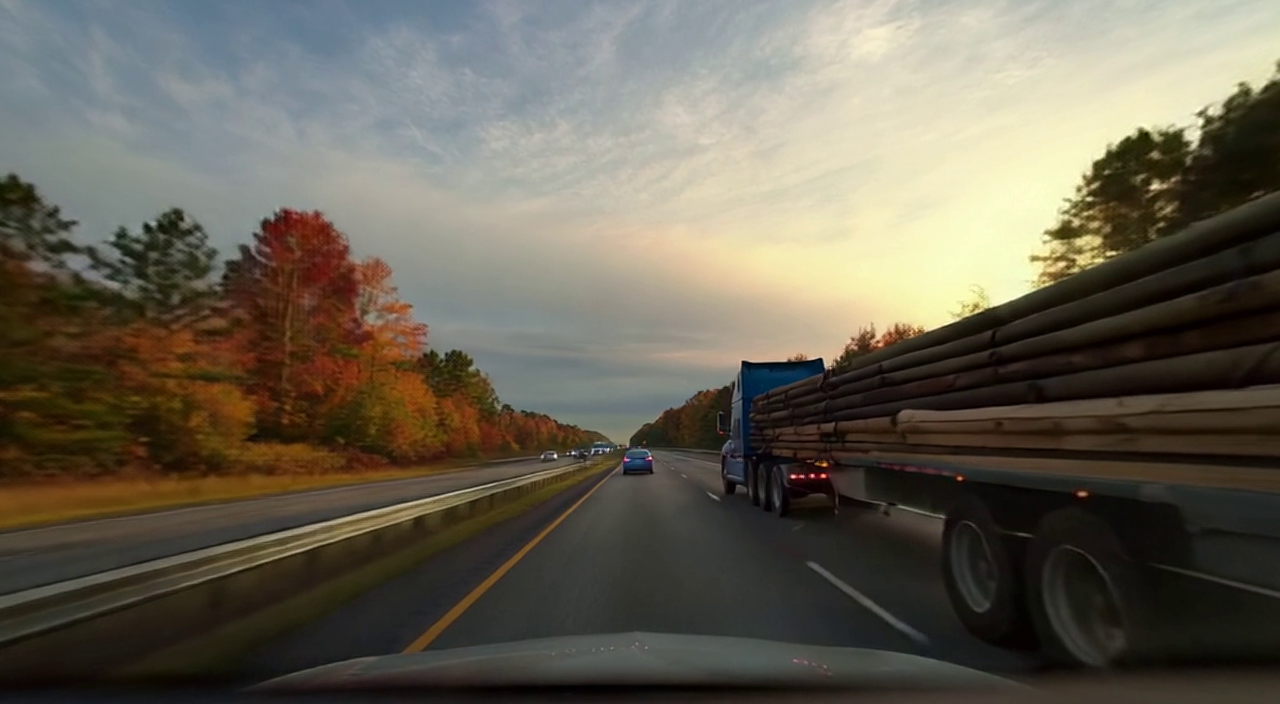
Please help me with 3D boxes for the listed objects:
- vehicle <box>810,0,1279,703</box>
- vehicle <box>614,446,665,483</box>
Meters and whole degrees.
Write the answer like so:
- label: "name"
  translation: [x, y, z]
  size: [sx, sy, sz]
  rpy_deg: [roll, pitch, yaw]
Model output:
- label: "vehicle"
  translation: [3.986, 0.062, 4.467]
  size: [3.004, 3.923, 8.363]
  rpy_deg: [0, -9, -1]
- label: "vehicle"
  translation: [-0.029, 4.965, 28.005]
  size: [2.099, 1.506, 4.097]
  rpy_deg: [0, -9, 0]
